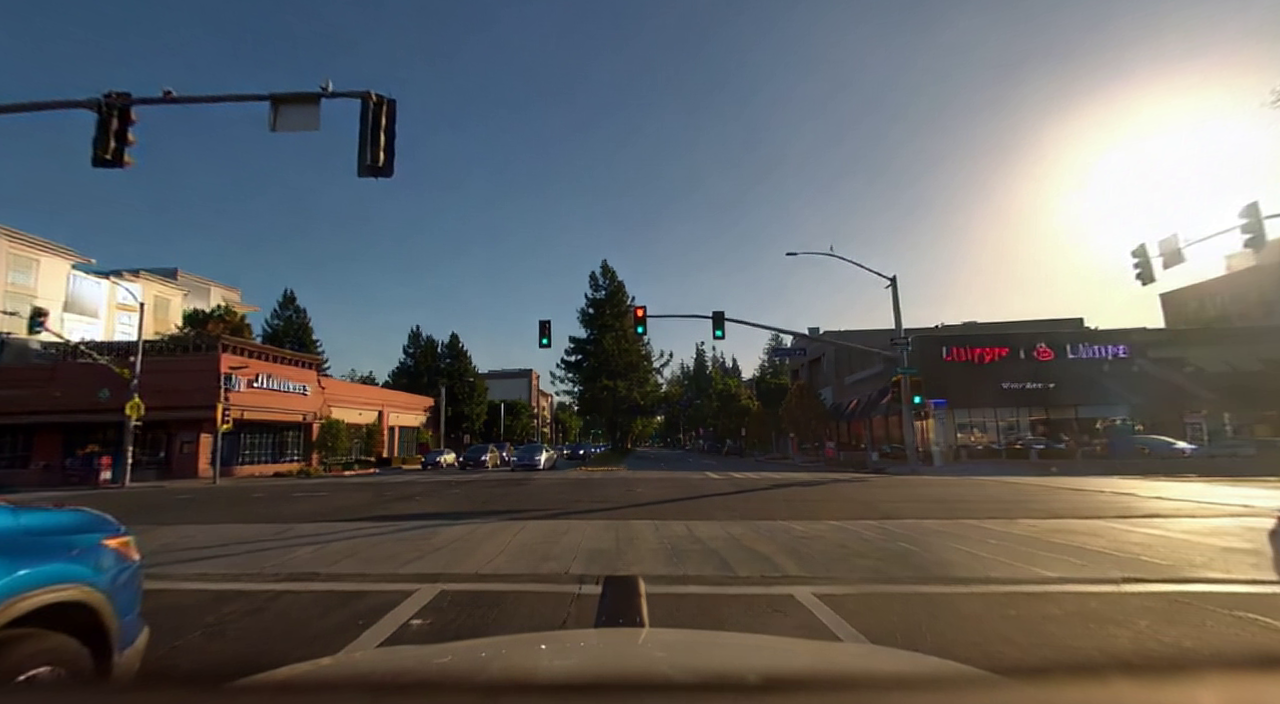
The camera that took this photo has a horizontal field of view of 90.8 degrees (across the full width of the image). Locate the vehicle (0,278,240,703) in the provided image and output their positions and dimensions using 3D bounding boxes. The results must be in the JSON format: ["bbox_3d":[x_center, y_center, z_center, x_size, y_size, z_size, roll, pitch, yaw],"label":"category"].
[{"bbox_3d":[-3.326,0.506,0.872,2.313,1.883,5.016,0,-9,-1],"label":"vehicle"}]

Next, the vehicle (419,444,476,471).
[{"bbox_3d":[-11.327,6.237,37.438,2.003,1.476,4.082,0,-8,1],"label":"vehicle"}]

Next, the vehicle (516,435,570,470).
[{"bbox_3d":[-5.455,5.731,36.203,2.384,1.787,5.038,0,-8,-1],"label":"vehicle"}]

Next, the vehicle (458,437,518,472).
[{"bbox_3d":[-8.418,5.695,35.419,2.273,1.791,4.809,0,-8,-1],"label":"vehicle"}]

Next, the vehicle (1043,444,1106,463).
[{"bbox_3d":[34.264,8.012,49.809,3.740,1.433,1.646,0,-8,-2],"label":"vehicle"}]
